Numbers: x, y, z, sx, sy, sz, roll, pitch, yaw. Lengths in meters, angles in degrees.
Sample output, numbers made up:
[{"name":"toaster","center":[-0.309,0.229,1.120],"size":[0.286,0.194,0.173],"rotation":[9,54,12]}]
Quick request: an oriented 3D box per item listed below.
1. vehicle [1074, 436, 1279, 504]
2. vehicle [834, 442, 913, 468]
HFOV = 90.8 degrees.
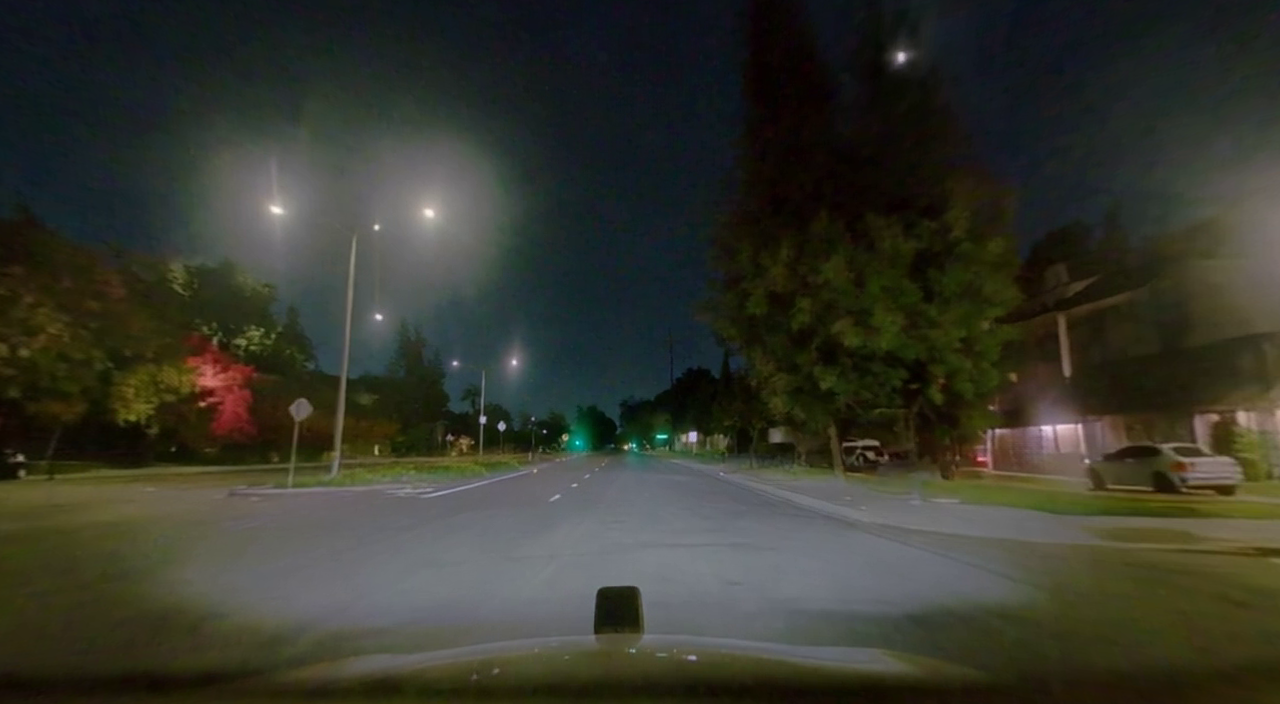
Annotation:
[{"name":"vehicle","center":[15.219,3.268,17.862],"size":[4.268,1.589,2.156],"rotation":[-2,-8,-4]},{"name":"vehicle","center":[14.719,6.524,39.952],"size":[4.198,1.561,1.937],"rotation":[-1,-11,1]}]
